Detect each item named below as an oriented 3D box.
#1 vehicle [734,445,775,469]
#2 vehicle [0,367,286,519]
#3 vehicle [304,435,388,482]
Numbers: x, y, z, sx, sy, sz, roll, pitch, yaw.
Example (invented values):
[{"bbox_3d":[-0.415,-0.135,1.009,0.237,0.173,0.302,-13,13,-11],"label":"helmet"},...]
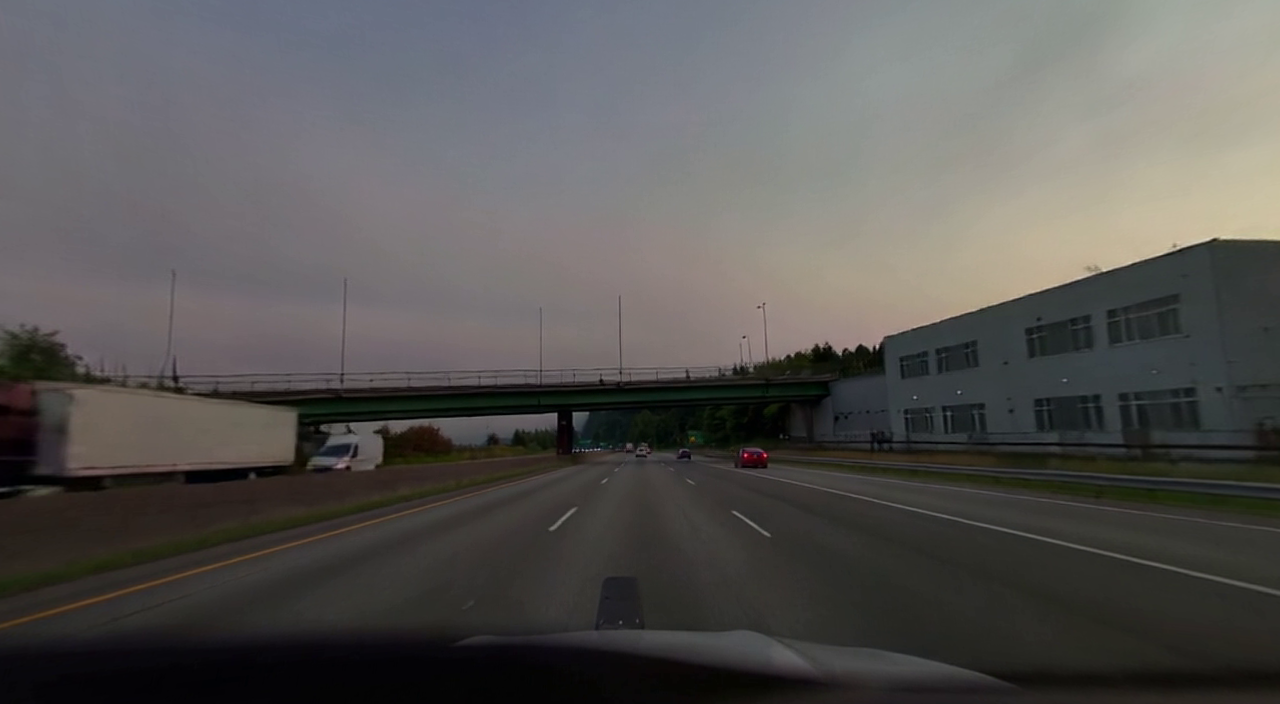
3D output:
[{"bbox_3d":[7.448,6.866,41.384,1.923,1.516,3.815,0,-9,-1],"label":"vehicle"},{"bbox_3d":[-18.909,3.494,23.686,2.952,4.057,14.423,0,-9,0],"label":"vehicle"},{"bbox_3d":[-17.111,6.222,37.106,2.352,2.506,5.861,0,-9,-3],"label":"vehicle"}]
